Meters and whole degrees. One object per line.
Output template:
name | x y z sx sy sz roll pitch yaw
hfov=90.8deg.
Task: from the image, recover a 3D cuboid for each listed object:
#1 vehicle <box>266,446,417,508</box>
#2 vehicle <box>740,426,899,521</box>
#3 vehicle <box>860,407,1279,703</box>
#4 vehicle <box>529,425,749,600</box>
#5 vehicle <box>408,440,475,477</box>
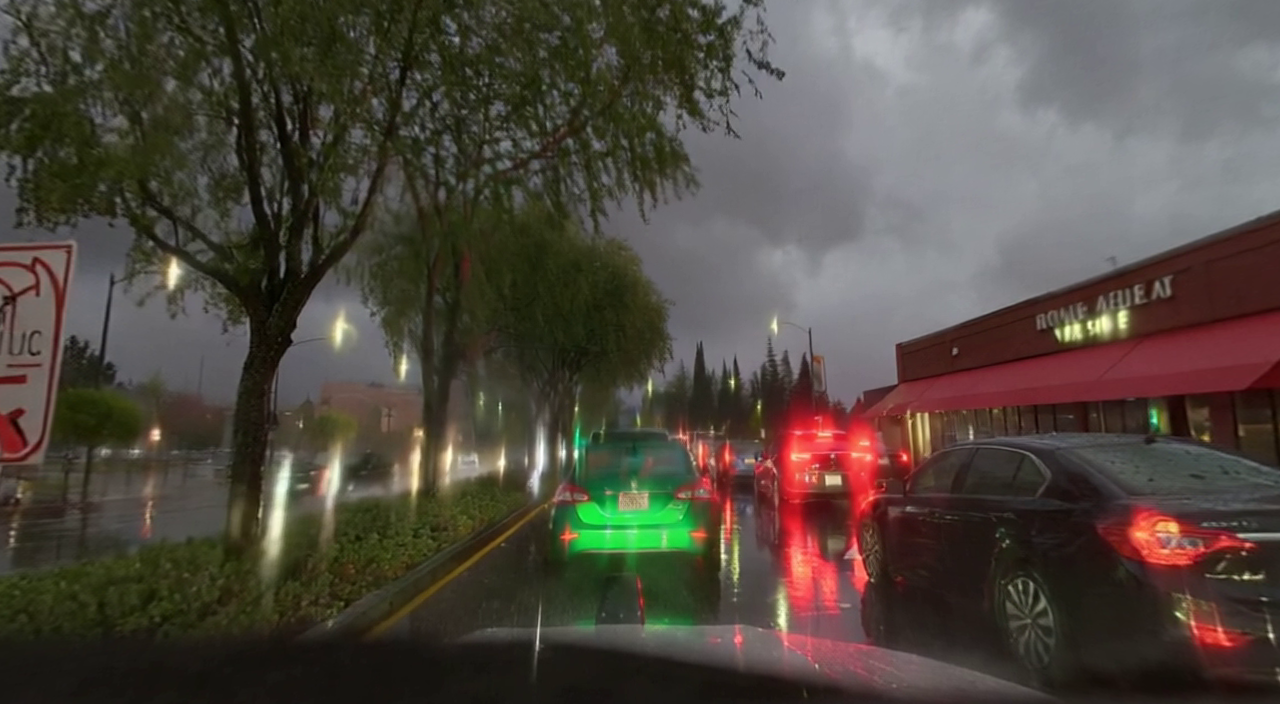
vehicle | -8.108 3.394 17.674 2.169 1.477 4.168 0 -9 0
vehicle | 3.537 2.483 13.413 2.025 1.660 4.263 0 -9 -1
vehicle | 3.307 1.257 4.474 1.988 1.480 4.195 0 -9 0
vehicle | -0.021 1.653 7.288 1.887 1.487 3.535 0 -9 0
vehicle | -10.467 5.648 33.786 2.060 1.792 5.170 0 -9 -2
